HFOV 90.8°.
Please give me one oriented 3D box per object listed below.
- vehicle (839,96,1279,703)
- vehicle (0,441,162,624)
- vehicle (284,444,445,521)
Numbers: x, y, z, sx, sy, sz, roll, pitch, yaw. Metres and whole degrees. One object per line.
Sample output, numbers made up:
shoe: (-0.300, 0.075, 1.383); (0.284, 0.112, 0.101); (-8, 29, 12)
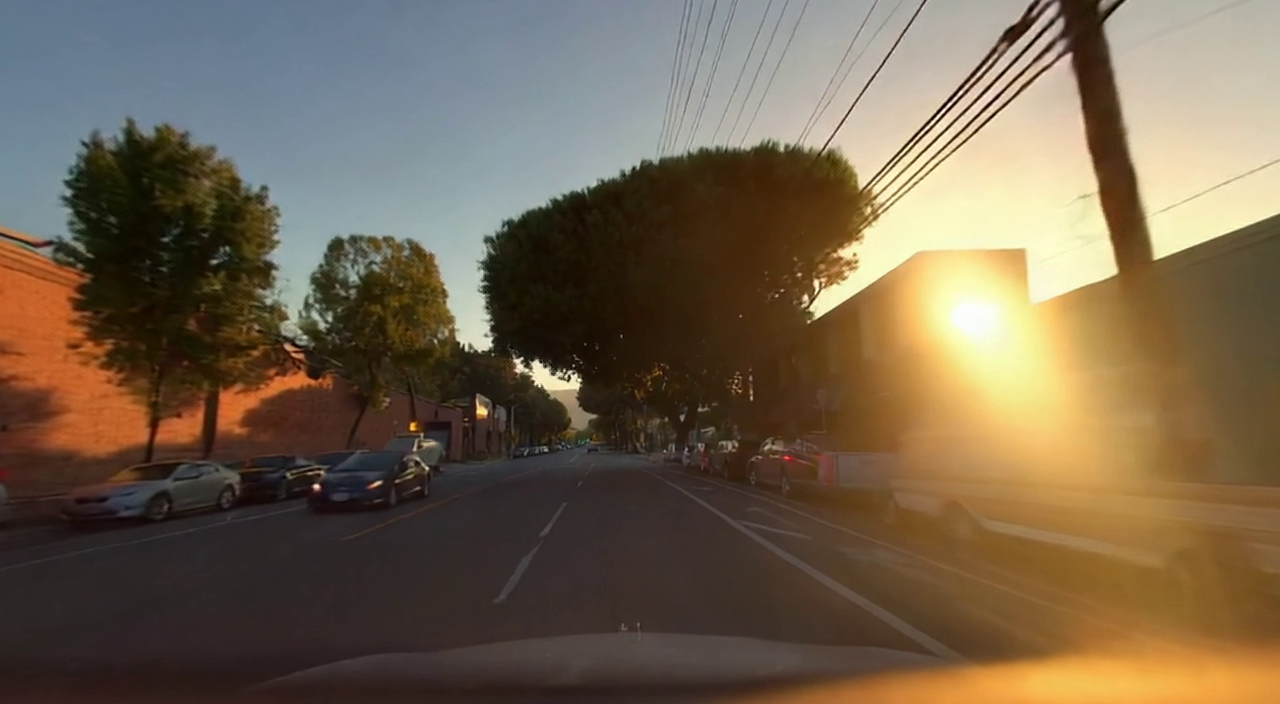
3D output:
vehicle: (4.658, 0.564, 5.548); (2.815, 3.203, 7.558); (0, -8, -4)
vehicle: (-6.098, 1.392, 4.603); (1.845, 1.469, 4.413); (0, -8, -2)
vehicle: (-6.109, 2.898, 14.697); (1.925, 1.479, 4.444); (0, -8, -3)
